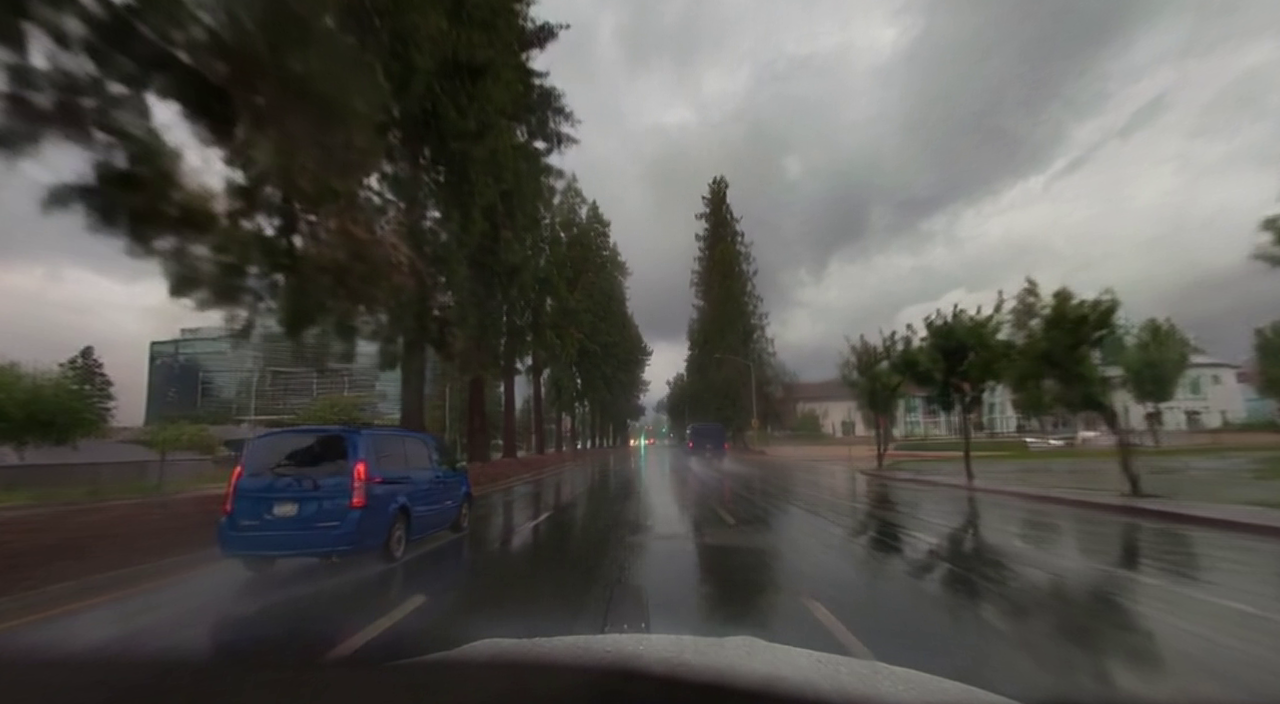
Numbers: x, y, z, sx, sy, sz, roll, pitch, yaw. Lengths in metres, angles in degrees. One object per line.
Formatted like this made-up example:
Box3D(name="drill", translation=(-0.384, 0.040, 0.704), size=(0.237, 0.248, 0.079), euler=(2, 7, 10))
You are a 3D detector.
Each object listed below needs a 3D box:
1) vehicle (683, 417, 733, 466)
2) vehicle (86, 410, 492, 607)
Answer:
Box3D(name="vehicle", translation=(3.908, 5.333, 37.442), size=(2.349, 2.671, 5.744), euler=(0, -8, 1))
Box3D(name="vehicle", translation=(-3.442, 1.624, 7.521), size=(2.129, 1.602, 4.532), euler=(0, -8, 2))
